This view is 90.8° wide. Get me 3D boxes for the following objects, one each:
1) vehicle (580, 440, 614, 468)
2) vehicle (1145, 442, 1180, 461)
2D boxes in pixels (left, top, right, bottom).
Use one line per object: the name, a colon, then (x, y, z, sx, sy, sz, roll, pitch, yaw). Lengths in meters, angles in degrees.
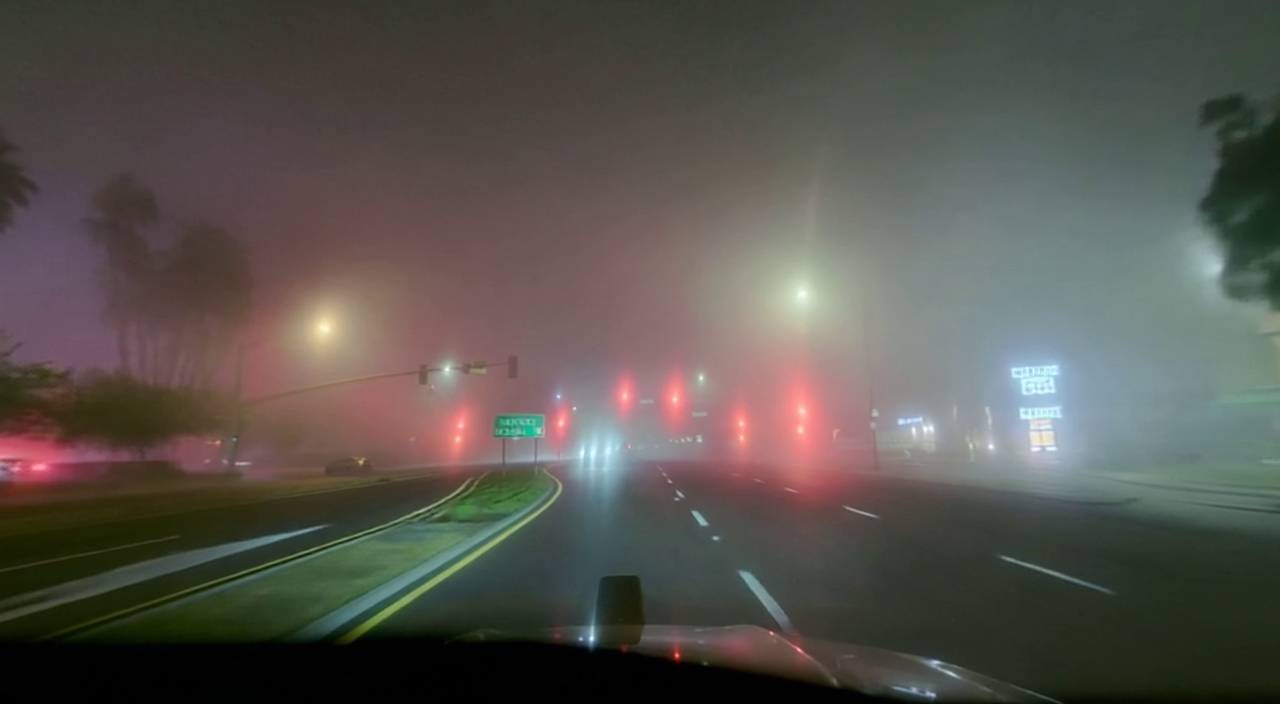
vehicle: (-2.692, 6.343, 39.305, 1.990, 1.639, 3.885, 0, -9, -5)
vehicle: (41.417, 7.887, 49.999, 1.821, 1.442, 3.914, -8, -11, 41)
